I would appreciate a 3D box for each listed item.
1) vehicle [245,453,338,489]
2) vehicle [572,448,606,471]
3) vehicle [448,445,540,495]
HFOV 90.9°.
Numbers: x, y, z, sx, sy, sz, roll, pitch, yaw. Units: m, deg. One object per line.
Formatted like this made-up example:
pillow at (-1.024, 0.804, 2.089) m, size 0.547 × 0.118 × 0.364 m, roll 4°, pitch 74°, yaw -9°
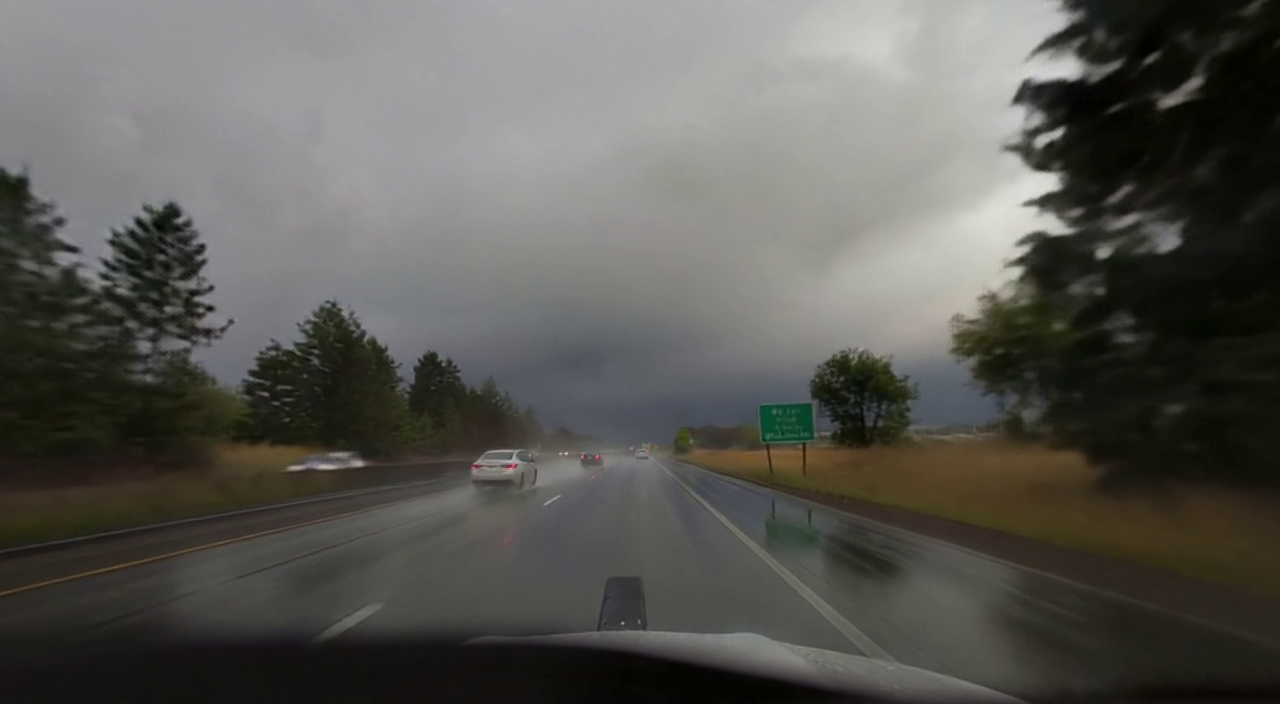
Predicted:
vehicle at (-17.298, 5.916, 31.584) m, size 1.972 × 1.606 × 4.630 m, roll 0°, pitch -9°, yaw 1°
vehicle at (-3.421, 7.341, 43.088) m, size 2.005 × 1.474 × 3.921 m, roll 0°, pitch -9°, yaw 0°
vehicle at (-4.781, 3.934, 21.407) m, size 1.975 × 1.501 × 4.603 m, roll 0°, pitch -9°, yaw 1°
